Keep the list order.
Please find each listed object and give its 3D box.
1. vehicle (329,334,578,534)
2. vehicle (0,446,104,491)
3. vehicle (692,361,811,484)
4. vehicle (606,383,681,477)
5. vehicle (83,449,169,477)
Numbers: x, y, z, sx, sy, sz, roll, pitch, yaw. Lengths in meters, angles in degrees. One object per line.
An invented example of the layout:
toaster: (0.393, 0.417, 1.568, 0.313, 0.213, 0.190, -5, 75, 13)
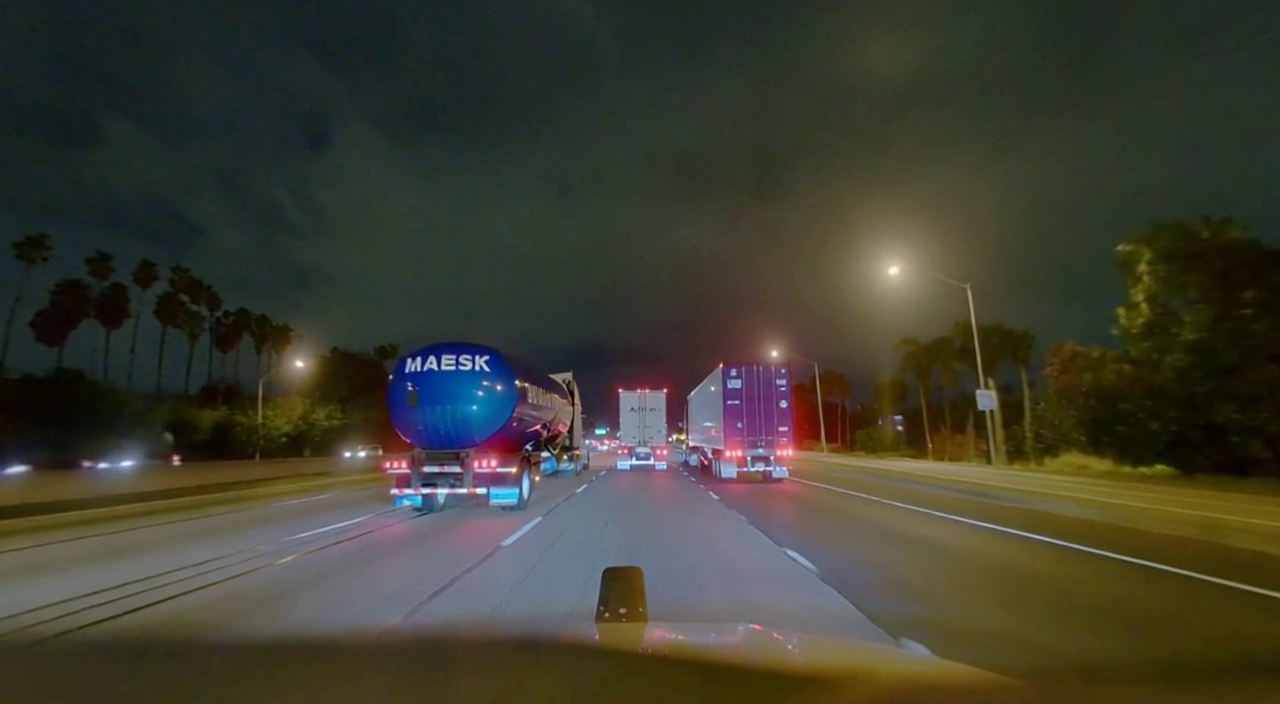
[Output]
vehicle: (-3.543, 2.099, 15.786, 2.786, 3.228, 11.082, 0, -8, 0)
vehicle: (-20.537, 3.936, 21.584, 1.460, 1.357, 3.230, -1, -8, 1)
vehicle: (4.369, 3.428, 28.761, 2.887, 4.178, 14.553, 0, -8, 1)
vehicle: (0.288, 4.564, 35.311, 3.097, 3.856, 18.209, -1, -8, 1)
vehicle: (-31.512, 6.775, 38.820, 1.956, 1.542, 3.837, -1, -8, 1)
